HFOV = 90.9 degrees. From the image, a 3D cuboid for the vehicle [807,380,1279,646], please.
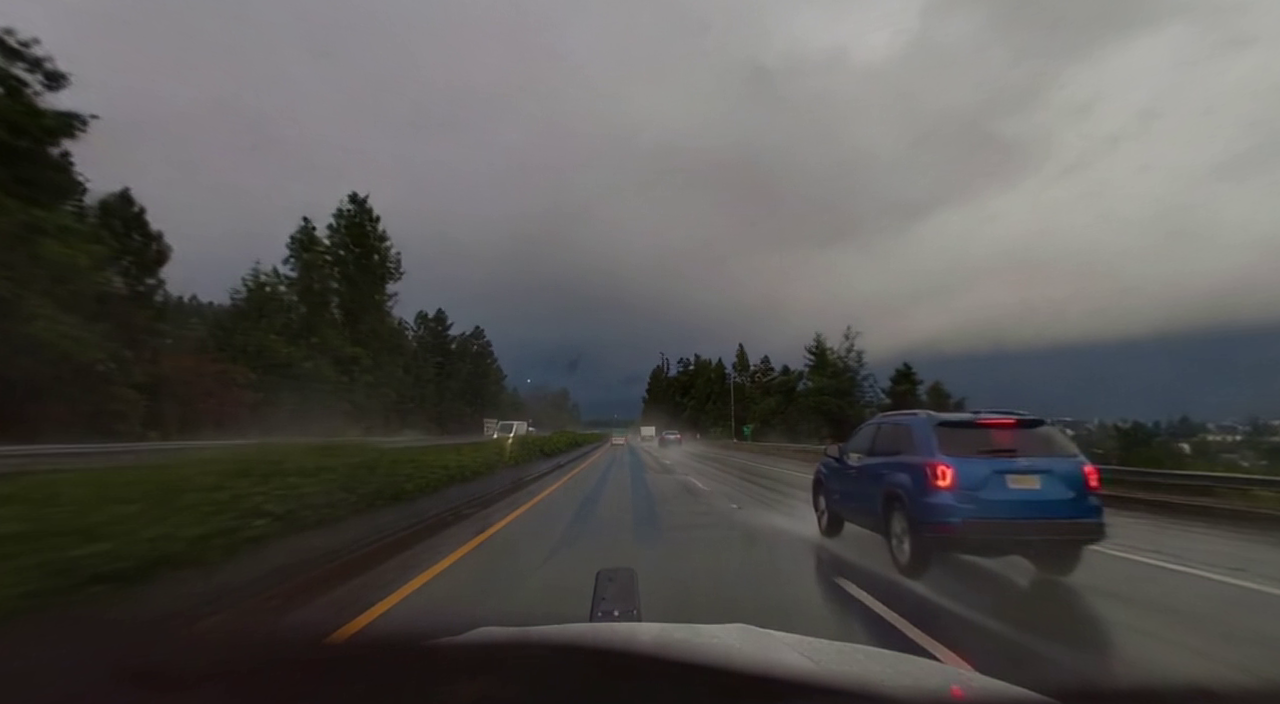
[{"bbox_3d":[3.370,1.312,6.304,2.085,1.681,4.436,0,-8,-1],"label":"vehicle"}]
